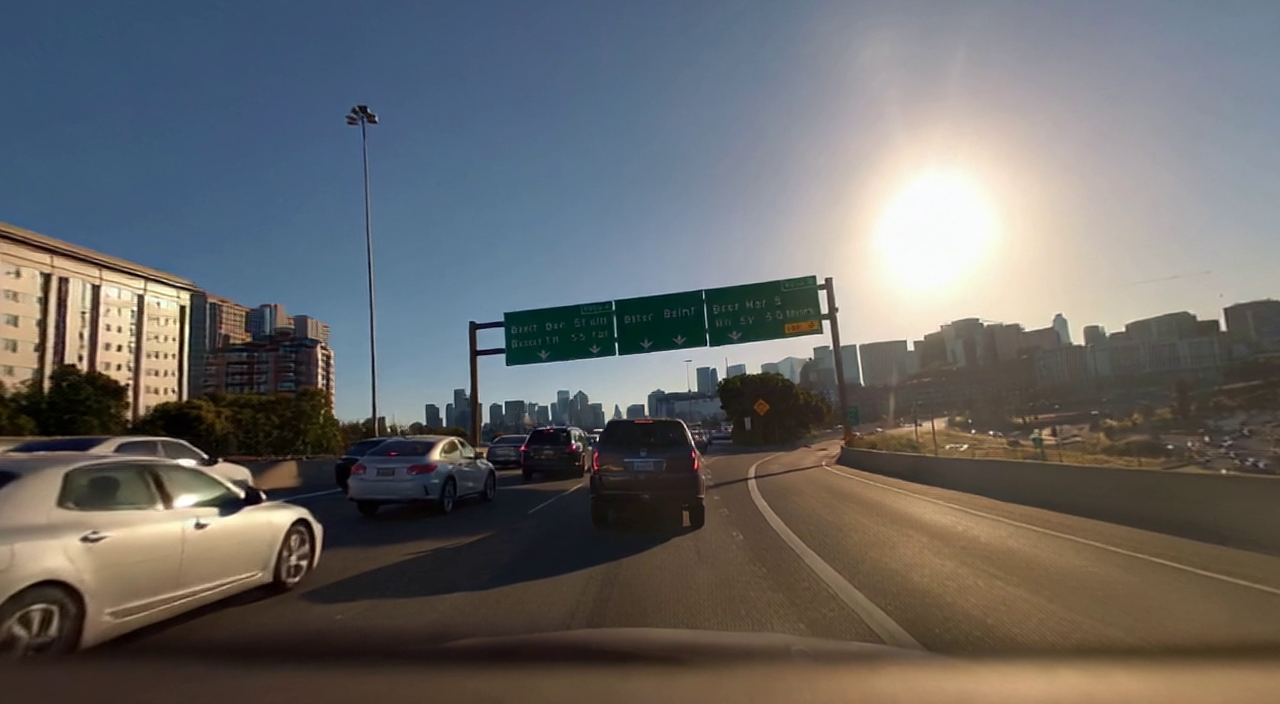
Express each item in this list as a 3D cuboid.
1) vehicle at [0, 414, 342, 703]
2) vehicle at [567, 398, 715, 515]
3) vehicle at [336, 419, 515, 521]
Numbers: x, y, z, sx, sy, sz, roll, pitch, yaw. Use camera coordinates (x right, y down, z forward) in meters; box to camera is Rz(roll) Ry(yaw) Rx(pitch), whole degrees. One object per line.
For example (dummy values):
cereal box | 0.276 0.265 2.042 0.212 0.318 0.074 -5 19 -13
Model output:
vehicle | -4.150 1.230 4.289 2.087 1.481 4.225 0 -9 1
vehicle | 0.100 2.309 14.264 2.616 2.063 5.933 0 -9 2
vehicle | -4.105 2.344 12.995 1.953 1.729 4.377 0 -9 3
